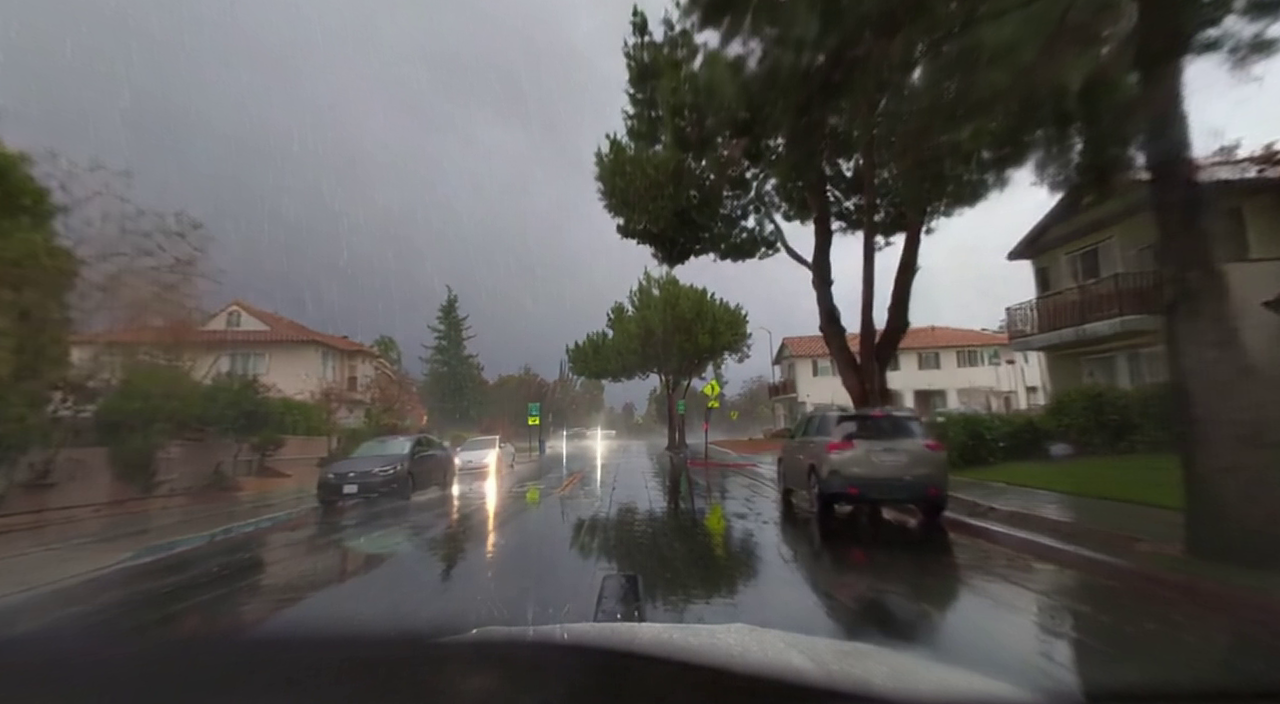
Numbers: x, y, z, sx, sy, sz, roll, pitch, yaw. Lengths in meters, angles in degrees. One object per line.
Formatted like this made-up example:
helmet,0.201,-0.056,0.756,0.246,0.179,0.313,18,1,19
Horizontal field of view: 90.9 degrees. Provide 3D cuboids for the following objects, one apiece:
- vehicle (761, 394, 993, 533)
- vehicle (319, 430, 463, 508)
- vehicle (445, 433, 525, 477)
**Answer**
vehicle,3.334,1.658,10.035,1.997,1.663,4.544,-1,-7,1
vehicle,-5.606,2.614,14.704,1.842,1.540,3.704,-1,-7,0
vehicle,-5.670,3.781,23.547,1.919,1.464,4.155,0,-8,0
